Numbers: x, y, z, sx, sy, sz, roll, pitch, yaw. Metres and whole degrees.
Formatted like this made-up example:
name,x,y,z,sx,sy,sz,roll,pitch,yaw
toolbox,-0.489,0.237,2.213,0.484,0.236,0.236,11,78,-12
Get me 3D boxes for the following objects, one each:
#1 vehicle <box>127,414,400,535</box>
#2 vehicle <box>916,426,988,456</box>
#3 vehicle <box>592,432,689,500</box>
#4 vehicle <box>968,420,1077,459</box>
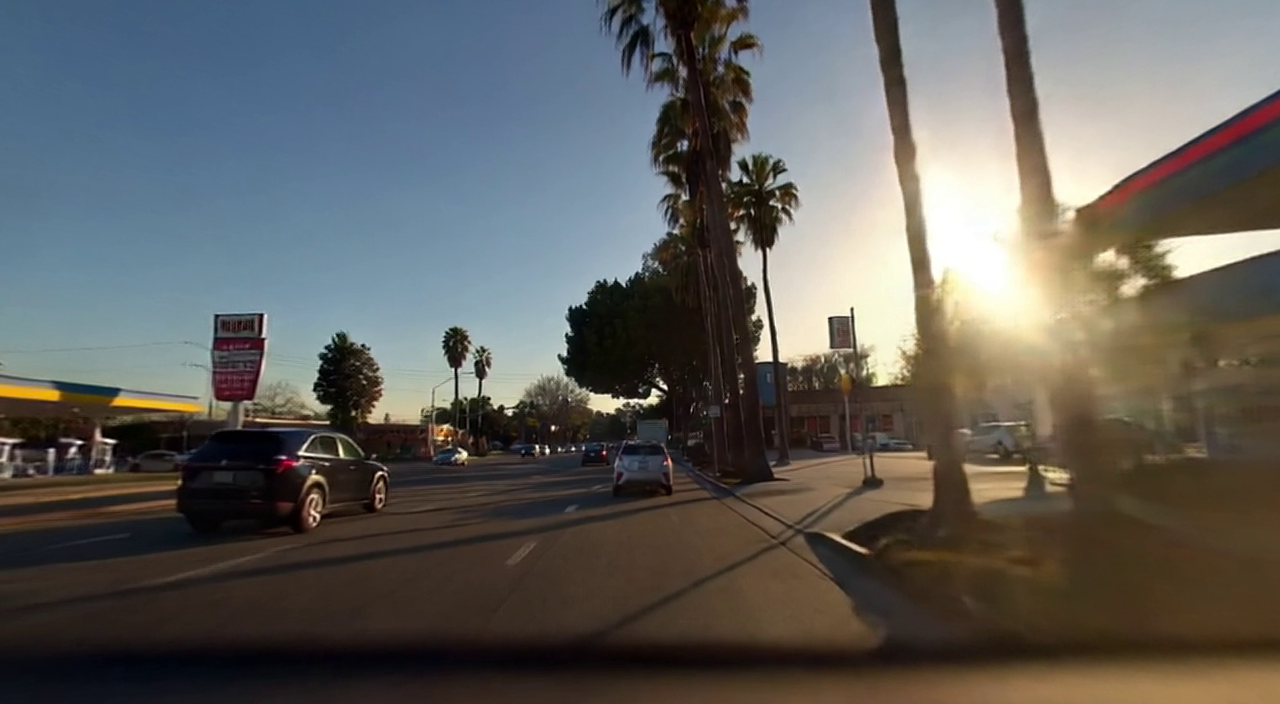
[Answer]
name,x,y,z,sx,sy,sz,roll,pitch,yaw
vehicle,-6.196,2.072,11.165,2.057,1.705,4.394,0,-9,1
vehicle,16.911,4.890,34.286,1.902,1.502,4.395,0,-9,3
vehicle,0.043,2.862,16.124,2.145,1.483,4.453,0,-9,1
vehicle,17.074,3.976,28.336,2.009,1.630,4.436,0,-9,-2
